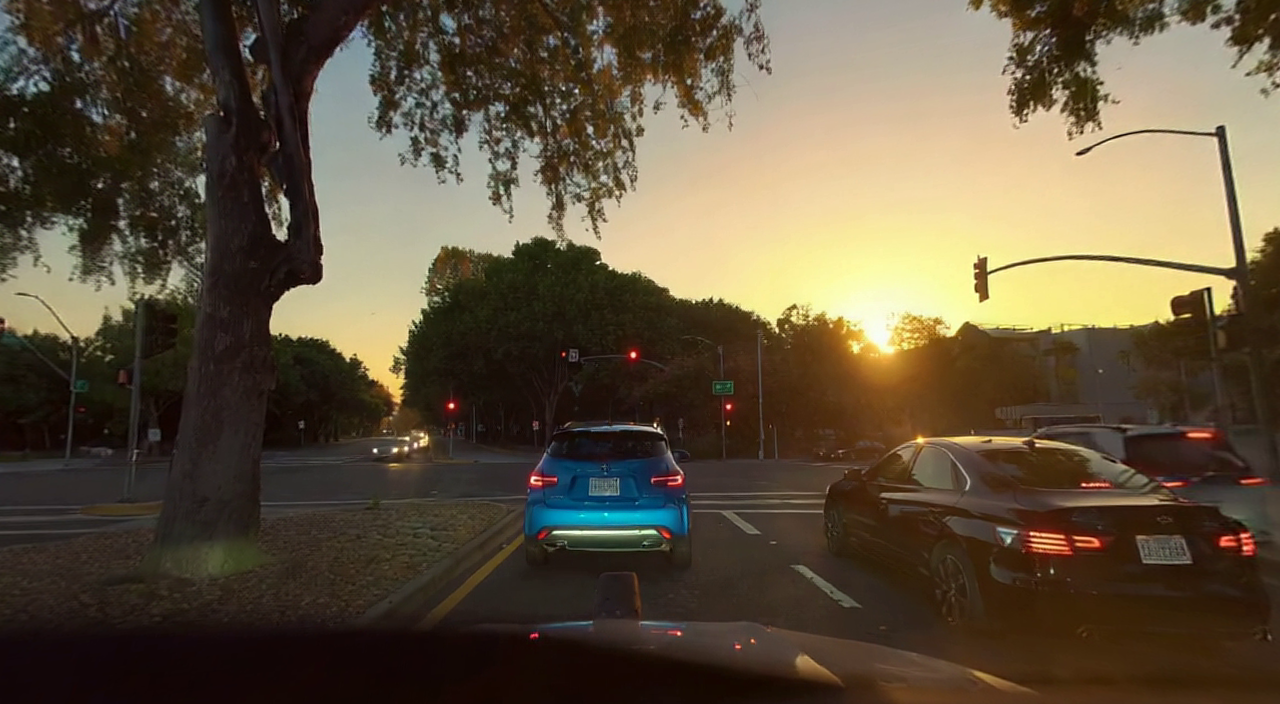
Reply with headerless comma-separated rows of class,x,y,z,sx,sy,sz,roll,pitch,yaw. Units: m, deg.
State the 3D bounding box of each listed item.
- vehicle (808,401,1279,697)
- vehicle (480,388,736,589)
vehicle,3.166,1.399,5.757,1.932,1.562,4.629,0,-9,-1
vehicle,-0.344,1.522,7.778,2.247,1.760,4.231,0,-9,-2
